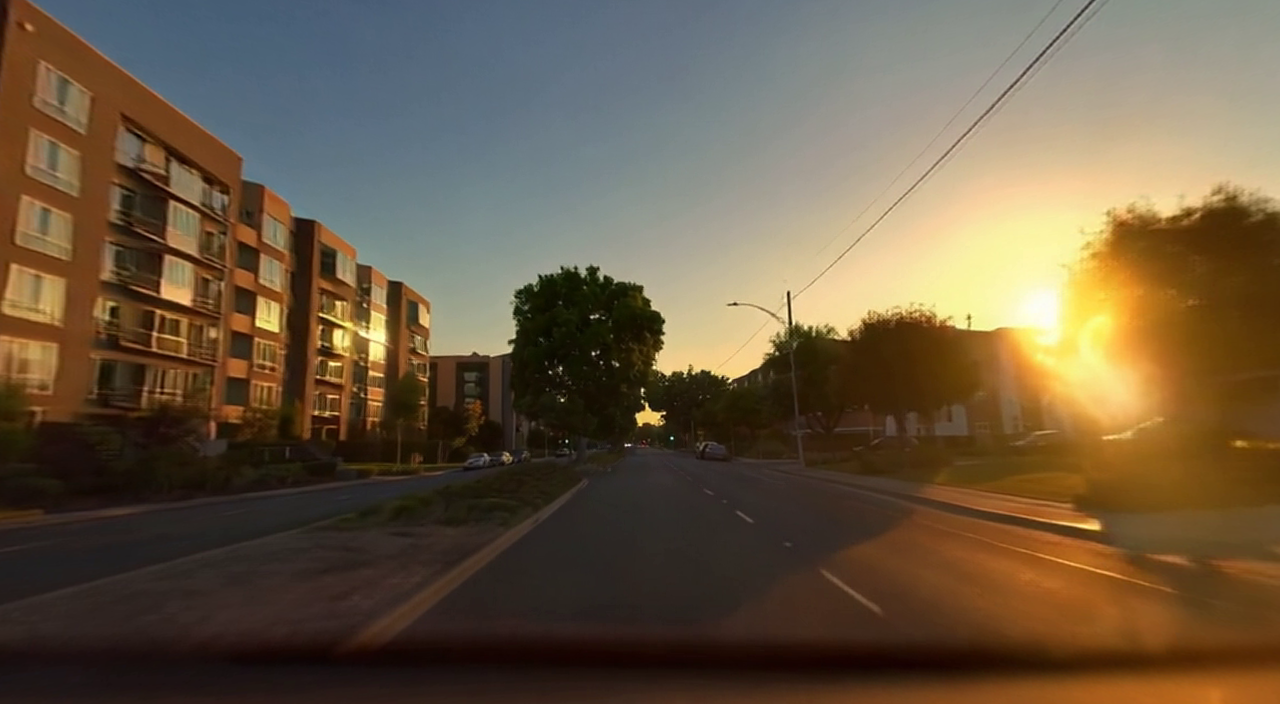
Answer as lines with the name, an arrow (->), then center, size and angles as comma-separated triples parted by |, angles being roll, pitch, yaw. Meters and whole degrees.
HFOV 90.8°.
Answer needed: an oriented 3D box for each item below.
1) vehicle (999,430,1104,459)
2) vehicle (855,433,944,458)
vehicle -> 24.918, 5.620, 38.400 | 4.861, 1.684, 2.014 | 0, -9, 1
vehicle -> 18.526, 6.720, 45.310 | 5.466, 1.734, 1.999 | -1, -9, 1
